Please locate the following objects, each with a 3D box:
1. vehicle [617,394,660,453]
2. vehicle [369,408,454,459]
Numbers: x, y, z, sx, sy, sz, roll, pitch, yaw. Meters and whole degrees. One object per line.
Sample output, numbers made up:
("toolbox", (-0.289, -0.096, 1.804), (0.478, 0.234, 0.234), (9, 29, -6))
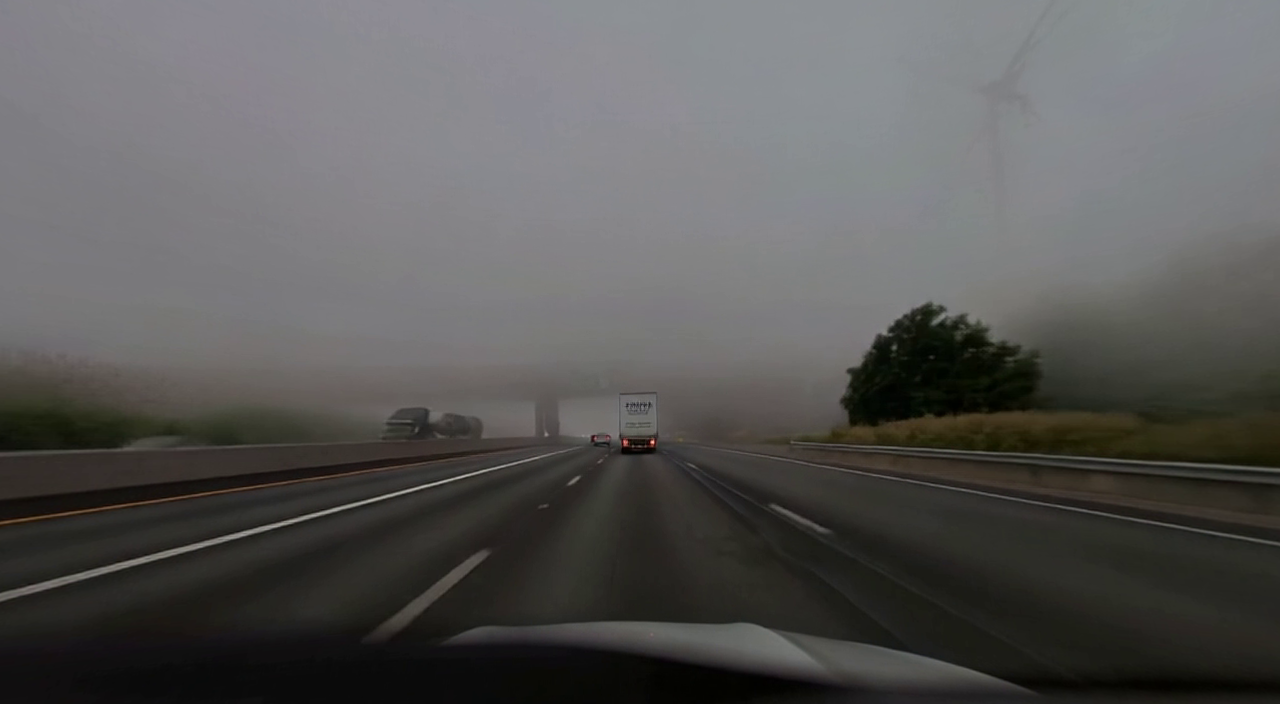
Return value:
("vehicle", (-0.251, 5.702, 49.040), (2.906, 3.990, 12.551), (0, -8, -1))
("vehicle", (-16.859, 6.168, 47.510), (2.928, 3.408, 9.523), (0, -8, -1))
